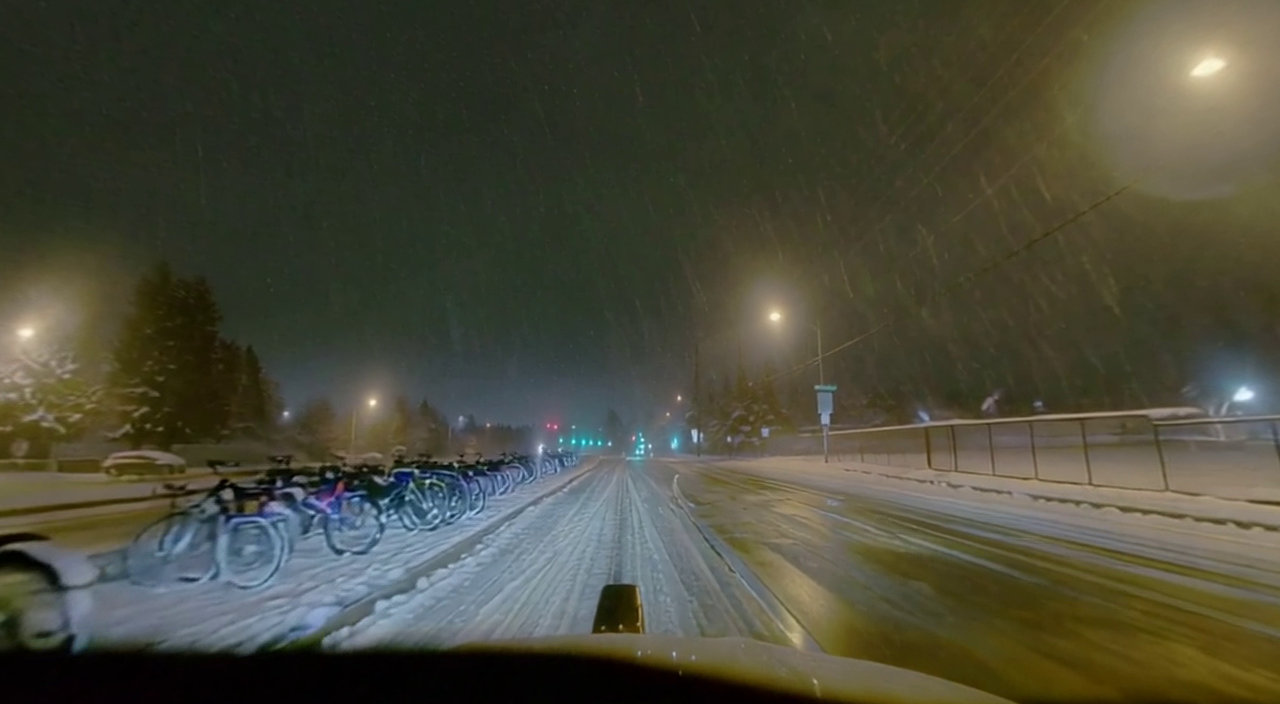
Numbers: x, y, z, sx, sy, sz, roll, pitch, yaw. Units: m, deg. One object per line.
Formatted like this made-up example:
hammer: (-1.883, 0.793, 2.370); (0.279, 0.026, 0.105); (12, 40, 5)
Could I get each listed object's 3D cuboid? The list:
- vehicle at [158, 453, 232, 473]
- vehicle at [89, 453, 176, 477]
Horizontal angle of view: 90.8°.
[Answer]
vehicle: (-33.598, 8.373, 47.751); (4.205, 1.440, 1.823); (-1, -9, 2)
vehicle: (-33.017, 7.326, 41.195); (4.108, 1.480, 1.800); (0, -9, 1)
